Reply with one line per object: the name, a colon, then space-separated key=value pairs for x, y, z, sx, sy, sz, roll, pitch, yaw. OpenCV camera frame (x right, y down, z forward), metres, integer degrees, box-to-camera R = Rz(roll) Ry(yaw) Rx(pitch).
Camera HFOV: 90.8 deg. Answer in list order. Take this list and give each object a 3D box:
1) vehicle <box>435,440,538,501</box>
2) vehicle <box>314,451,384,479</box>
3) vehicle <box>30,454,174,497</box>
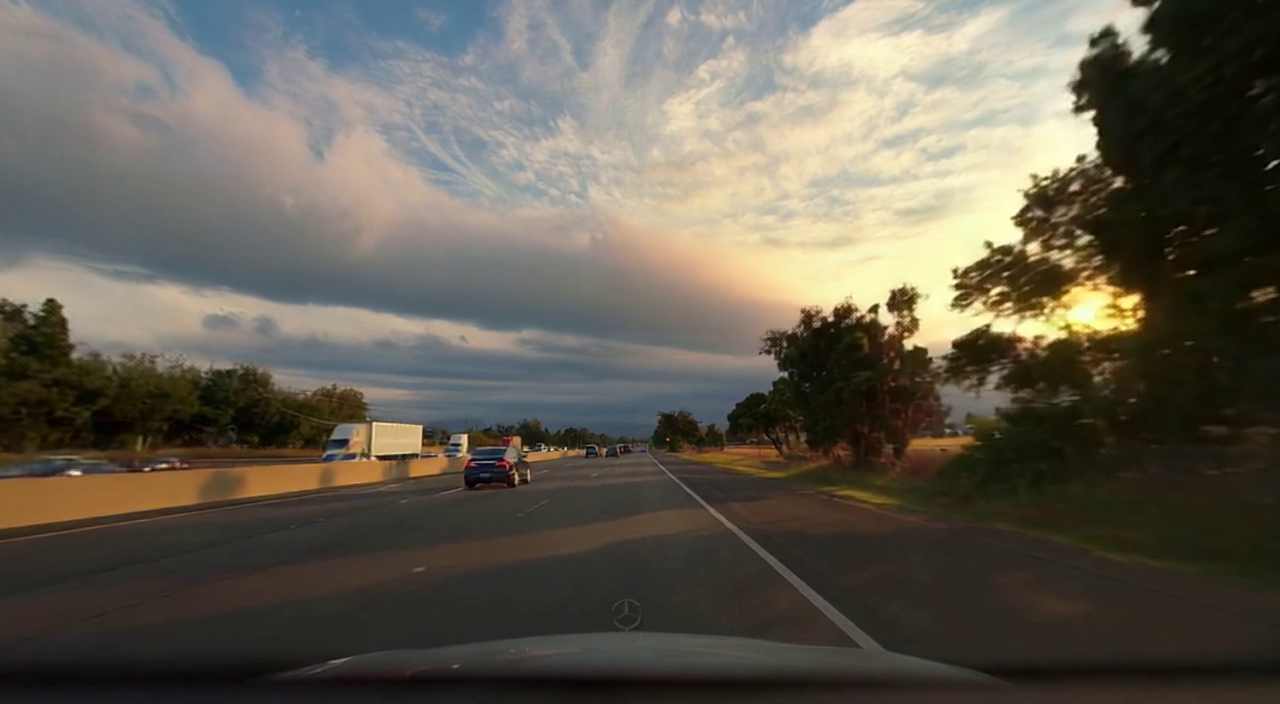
vehicle: x=-4.271 y=3.355 z=18.277 sx=1.954 sy=1.541 sz=4.079 roll=0 pitch=-9 yaw=0
vehicle: x=-15.734 y=6.111 z=34.346 sx=1.828 sy=1.403 sz=4.196 roll=0 pitch=-9 yaw=0
vehicle: x=-20.001 y=4.561 z=23.737 sx=1.808 sy=1.429 sz=4.079 roll=0 pitch=-9 yaw=0
